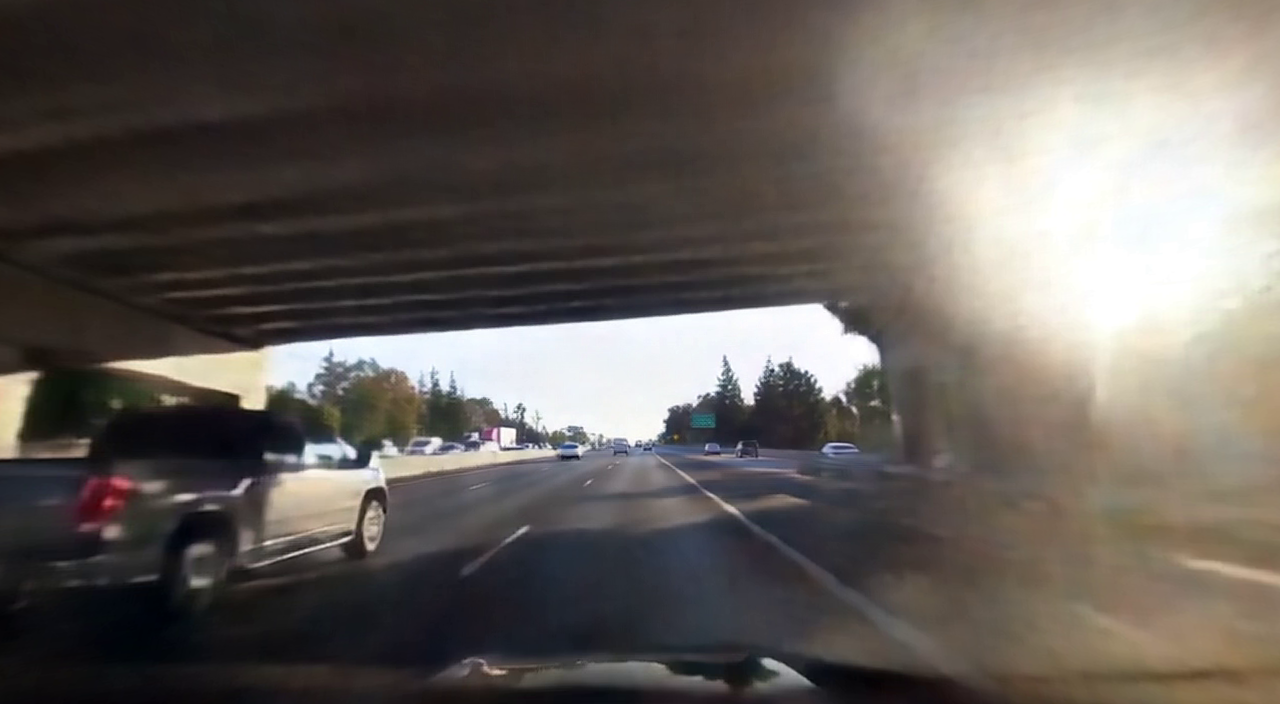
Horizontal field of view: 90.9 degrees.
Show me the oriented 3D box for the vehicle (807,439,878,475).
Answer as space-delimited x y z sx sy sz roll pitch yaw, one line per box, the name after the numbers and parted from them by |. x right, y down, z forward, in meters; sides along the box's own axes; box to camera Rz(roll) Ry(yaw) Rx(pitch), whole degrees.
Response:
9.859 5.131 31.073 1.971 1.638 4.295 0 -8 -1 | vehicle

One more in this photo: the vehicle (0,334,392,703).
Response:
-3.961 1.202 5.052 1.994 1.911 4.819 0 -8 0 | vehicle

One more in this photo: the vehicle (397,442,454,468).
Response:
-16.513 7.965 48.996 2.339 1.926 5.751 0 -8 1 | vehicle

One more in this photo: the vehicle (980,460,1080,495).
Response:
29.627 9.541 48.113 5.938 2.070 2.138 -5 -4 10 | vehicle
